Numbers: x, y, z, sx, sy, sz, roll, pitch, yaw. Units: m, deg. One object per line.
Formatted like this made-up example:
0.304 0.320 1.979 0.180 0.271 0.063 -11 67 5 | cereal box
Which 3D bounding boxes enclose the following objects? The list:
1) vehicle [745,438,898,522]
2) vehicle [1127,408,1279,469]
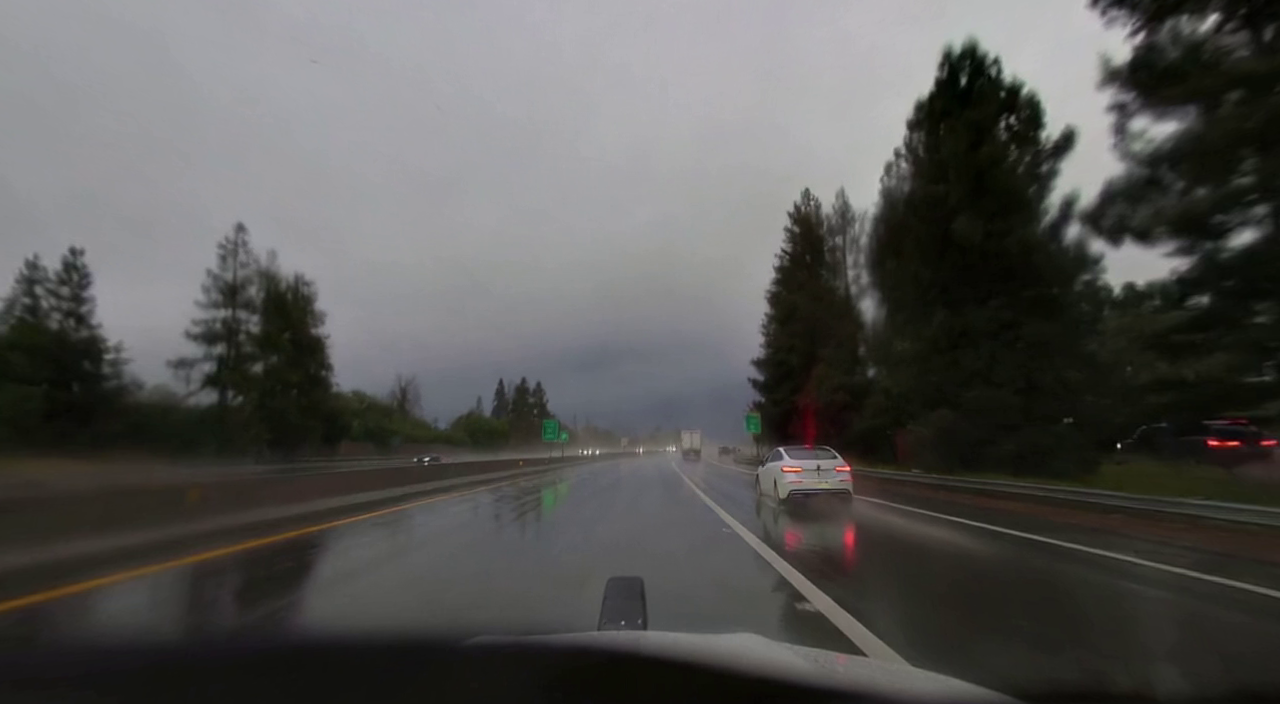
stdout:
3.534 2.575 13.195 1.938 1.456 4.204 0 -9 0 | vehicle
19.973 3.116 22.423 2.131 1.902 4.846 -2 -9 12 | vehicle
